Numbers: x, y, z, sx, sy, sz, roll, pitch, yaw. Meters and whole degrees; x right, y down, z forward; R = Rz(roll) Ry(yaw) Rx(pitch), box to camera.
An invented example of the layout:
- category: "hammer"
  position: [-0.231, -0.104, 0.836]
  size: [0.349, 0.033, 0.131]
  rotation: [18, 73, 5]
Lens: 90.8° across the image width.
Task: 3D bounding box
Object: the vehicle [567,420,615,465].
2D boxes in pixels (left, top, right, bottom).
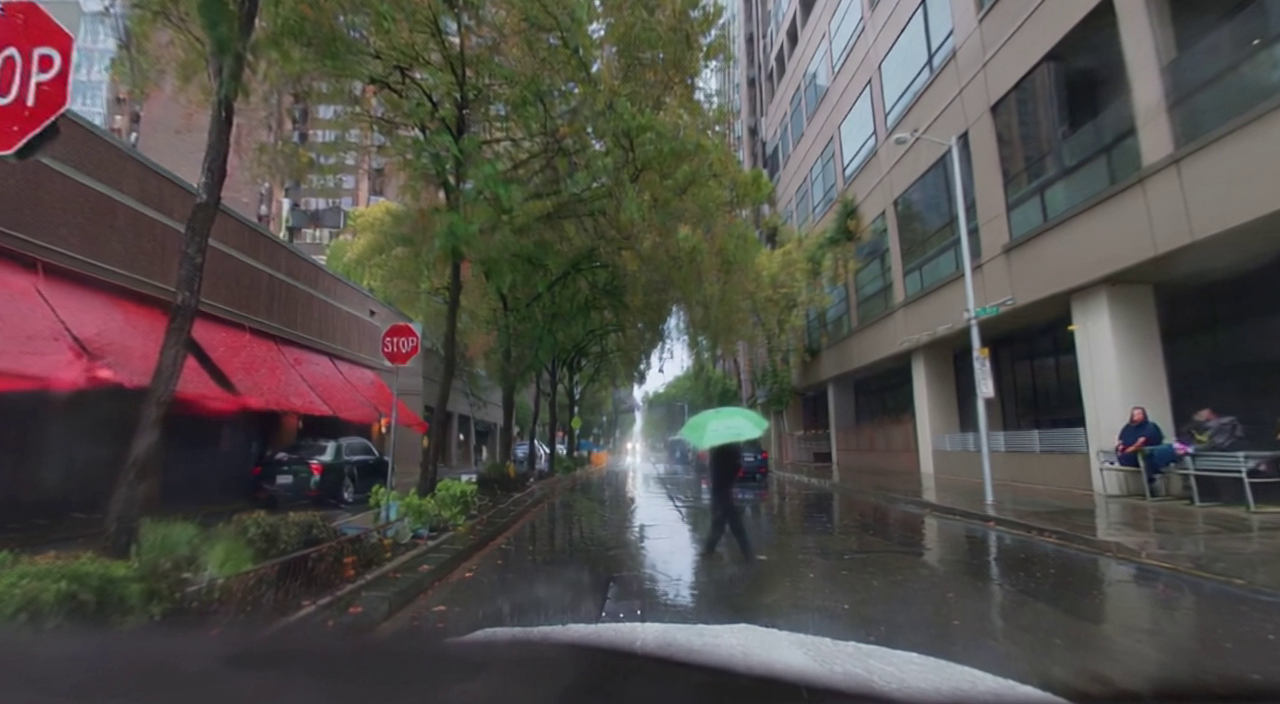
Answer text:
- category: "vehicle"
  position: [-3.008, 5.763, 40.226]
  size: [2.317, 2.596, 6.053]
  rotation: [0, -8, 3]

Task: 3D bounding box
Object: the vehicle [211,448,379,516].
- category: "vehicle"
  position: [-8.795, 3.307, 16.649]
  size: [2.007, 1.503, 4.343]
  rotation: [0, -8, -1]

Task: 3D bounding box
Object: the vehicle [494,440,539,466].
- category: "vehicle"
  position: [-8.853, 7.267, 45.729]
  size: [2.256, 1.802, 4.333]
  rotation: [0, -8, 2]

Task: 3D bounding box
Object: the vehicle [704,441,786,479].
- category: "vehicle"
  position: [4.584, 4.569, 27.104]
  size: [1.858, 1.491, 4.329]
  rotation: [-5, -10, 33]
